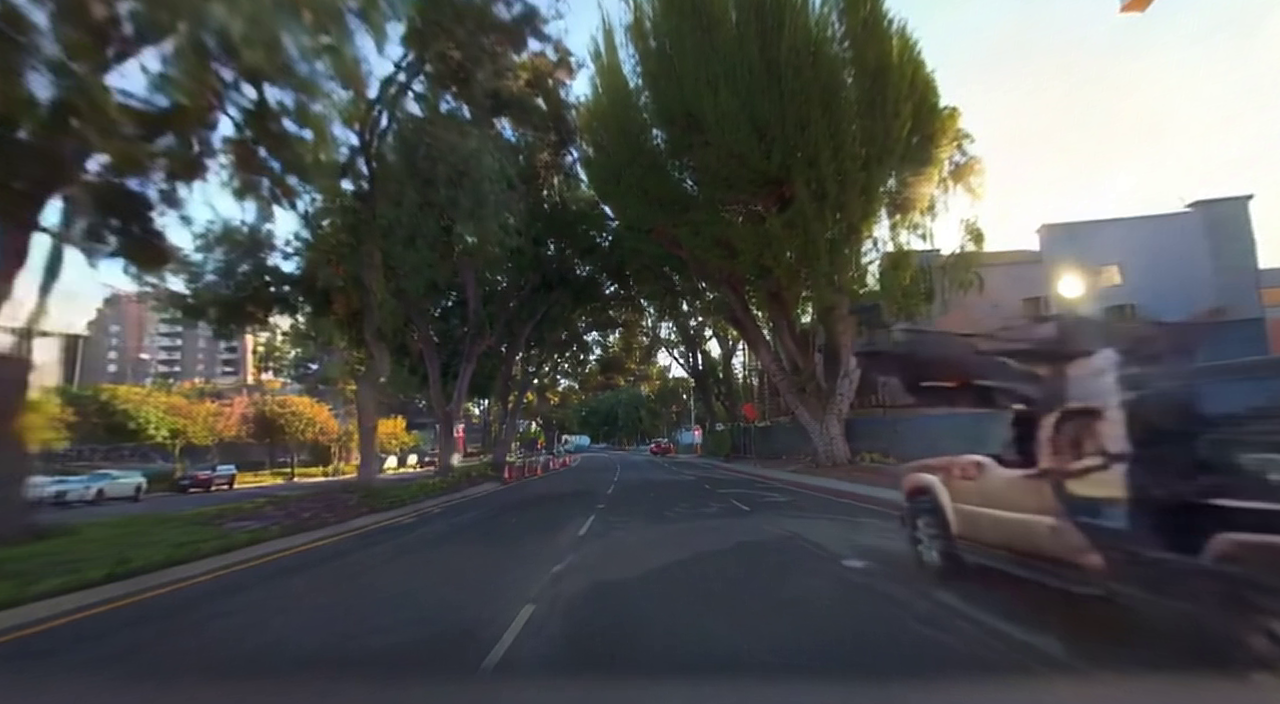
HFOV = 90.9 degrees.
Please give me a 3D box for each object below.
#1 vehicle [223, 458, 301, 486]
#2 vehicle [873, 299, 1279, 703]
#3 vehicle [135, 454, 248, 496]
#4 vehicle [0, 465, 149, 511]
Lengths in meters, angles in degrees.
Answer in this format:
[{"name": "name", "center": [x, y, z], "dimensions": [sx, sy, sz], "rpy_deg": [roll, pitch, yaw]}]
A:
[{"name": "vehicle", "center": [-22.195, 7.039, 37.254], "dimensions": [1.863, 1.470, 4.526], "rpy_deg": [0, -8, -1]}, {"name": "vehicle", "center": [4.132, 0.924, 3.875], "dimensions": [2.660, 1.980, 6.934], "rpy_deg": [0, -8, -1]}, {"name": "vehicle", "center": [-21.847, 5.971, 31.028], "dimensions": [1.941, 1.743, 5.264], "rpy_deg": [0, -8, -4]}, {"name": "vehicle", "center": [-21.755, 5.200, 24.515], "dimensions": [1.746, 1.447, 4.448], "rpy_deg": [0, -8, -1]}]
